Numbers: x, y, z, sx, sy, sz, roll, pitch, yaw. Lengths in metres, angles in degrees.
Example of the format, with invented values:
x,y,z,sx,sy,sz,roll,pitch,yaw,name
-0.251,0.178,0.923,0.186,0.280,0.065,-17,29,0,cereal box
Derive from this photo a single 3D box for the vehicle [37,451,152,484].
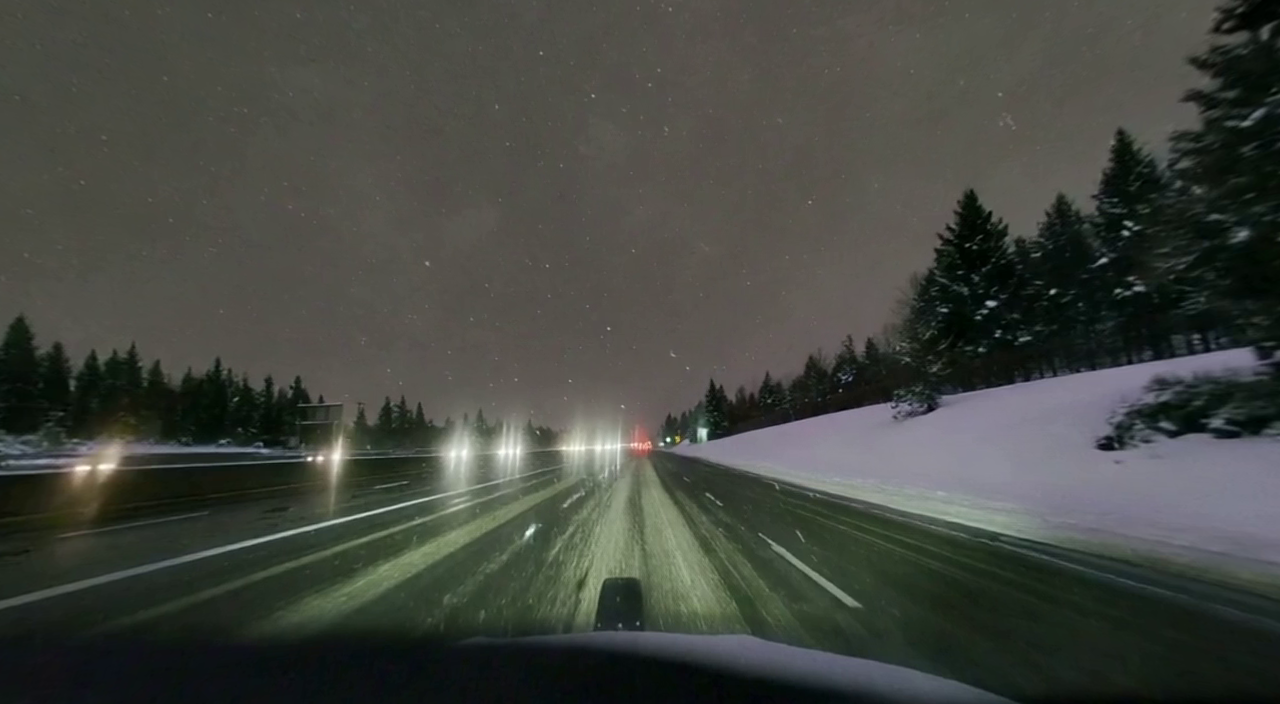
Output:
x,y,z,sx,sy,sz,roll,pitch,yaw,name
-35.732,7.519,41.544,2.235,1.961,5.862,0,-9,1,vehicle
